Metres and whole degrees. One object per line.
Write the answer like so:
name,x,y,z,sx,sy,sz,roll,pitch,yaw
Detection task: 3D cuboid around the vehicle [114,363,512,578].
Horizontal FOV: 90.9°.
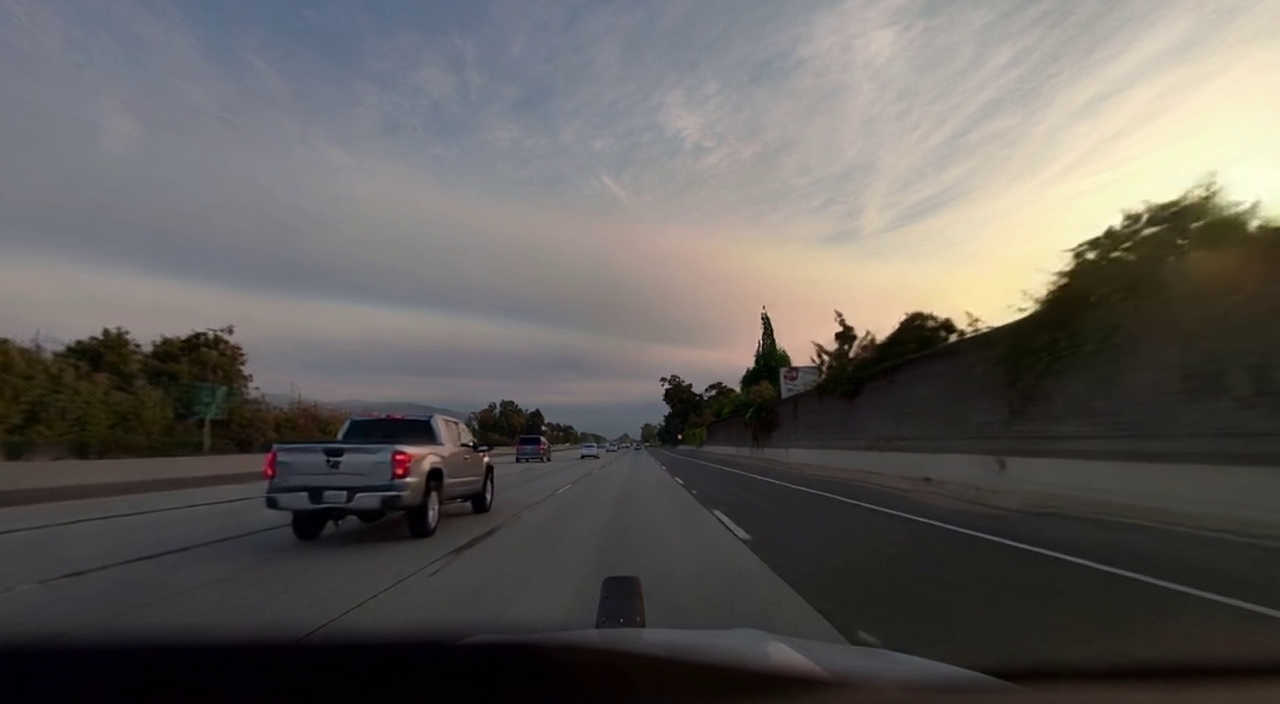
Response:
vehicle,-3.961,1.662,9.604,2.604,2.170,6.271,0,-8,1

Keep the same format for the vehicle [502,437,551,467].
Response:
vehicle,-7.850,6.989,44.283,2.351,1.922,6.335,0,-8,0
